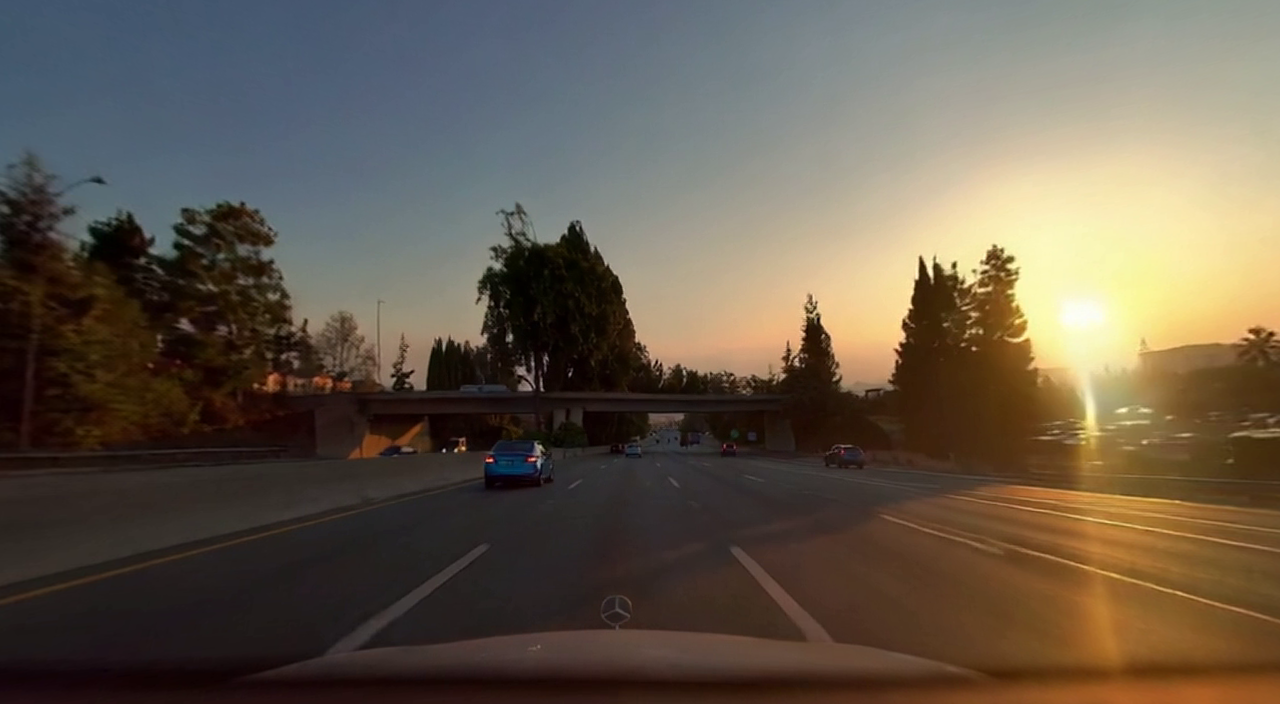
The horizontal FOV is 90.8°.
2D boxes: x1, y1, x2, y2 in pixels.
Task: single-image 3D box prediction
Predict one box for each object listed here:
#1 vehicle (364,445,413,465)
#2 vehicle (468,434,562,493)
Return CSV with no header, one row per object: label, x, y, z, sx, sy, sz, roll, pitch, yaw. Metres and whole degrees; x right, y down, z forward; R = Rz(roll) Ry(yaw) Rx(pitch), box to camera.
vehicle,-19.537,7.977,49.268,1.962,1.469,4.599,0,-8,0
vehicle,-3.725,3.412,19.769,1.996,1.617,4.637,0,-8,0
